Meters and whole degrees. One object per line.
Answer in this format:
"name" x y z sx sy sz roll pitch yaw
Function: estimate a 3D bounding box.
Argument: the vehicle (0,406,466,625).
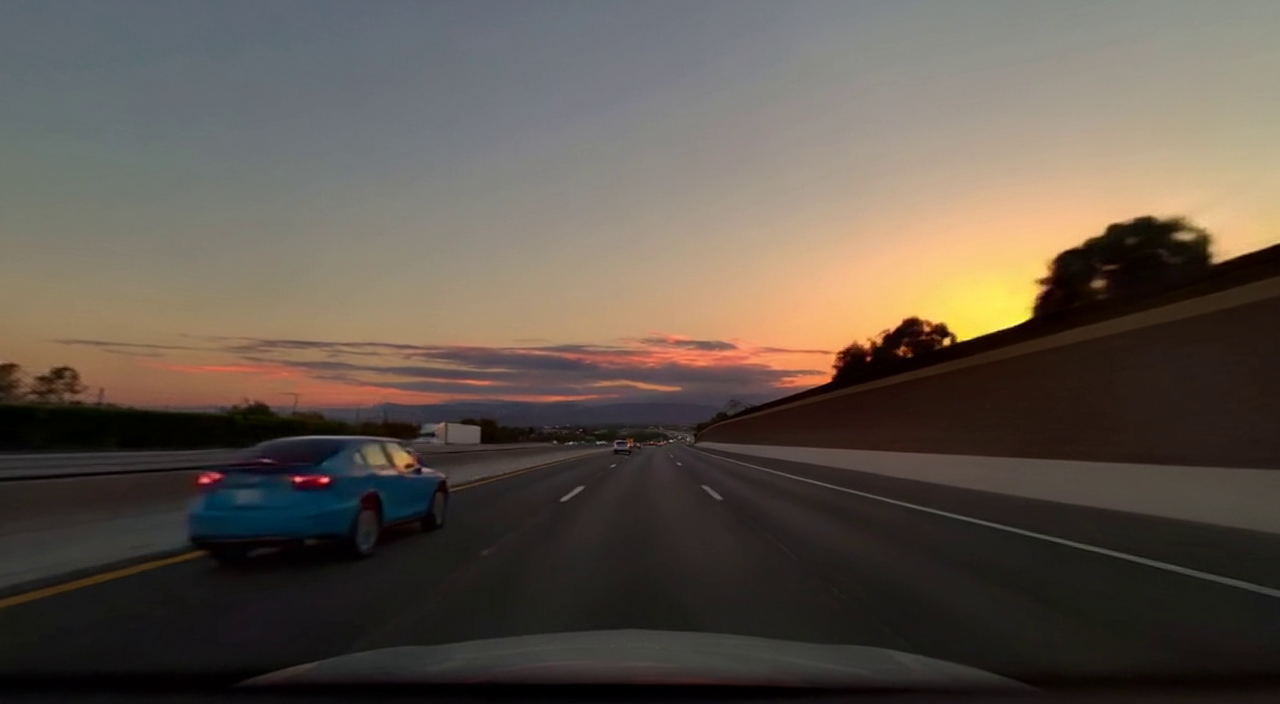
"vehicle" -3.753 1.549 7.104 2.053 1.587 4.855 0 -8 2
